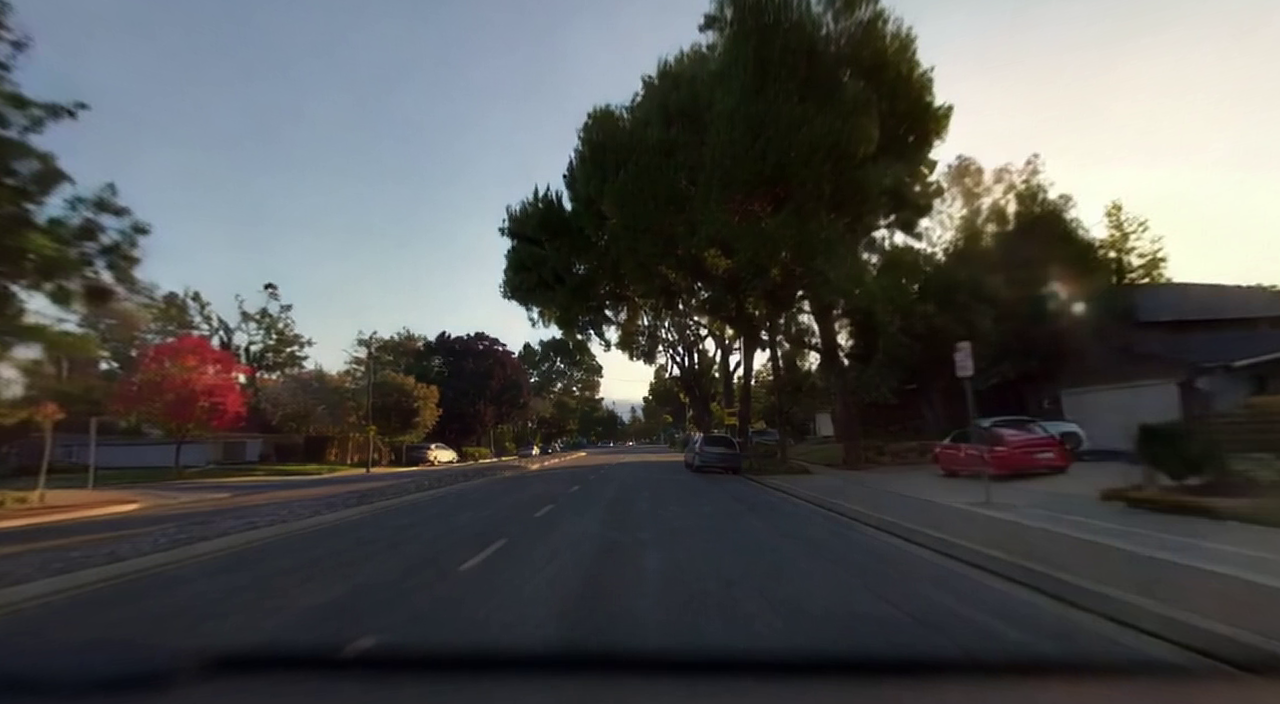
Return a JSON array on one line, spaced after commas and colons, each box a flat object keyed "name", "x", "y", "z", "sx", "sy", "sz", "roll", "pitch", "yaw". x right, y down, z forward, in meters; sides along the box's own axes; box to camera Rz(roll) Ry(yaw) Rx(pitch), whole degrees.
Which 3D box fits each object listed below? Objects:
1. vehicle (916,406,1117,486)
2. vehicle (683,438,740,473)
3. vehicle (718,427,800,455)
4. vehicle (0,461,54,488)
[{"name": "vehicle", "x": 9.478, "y": 2.397, "z": 16.599, "sx": 1.971, "sy": 1.641, "sz": 5.191, "roll": -4, "pitch": -7, "yaw": -1}, {"name": "vehicle", "x": 3.313, "y": 4.910, "z": 30.186, "sx": 2.037, "sy": 1.518, "sz": 4.904, "roll": 0, "pitch": -8, "yaw": -1}, {"name": "vehicle", "x": 9.105, "y": 6.872, "z": 48.711, "sx": 5.933, "sy": 2.038, "sz": 2.382, "roll": 1, "pitch": -8, "yaw": 3}, {"name": "vehicle", "x": -41.152, "y": 7.915, "z": 40.857, "sx": 4.463, "sy": 1.651, "sz": 1.947, "roll": 0, "pitch": -8, "yaw": 0}]
